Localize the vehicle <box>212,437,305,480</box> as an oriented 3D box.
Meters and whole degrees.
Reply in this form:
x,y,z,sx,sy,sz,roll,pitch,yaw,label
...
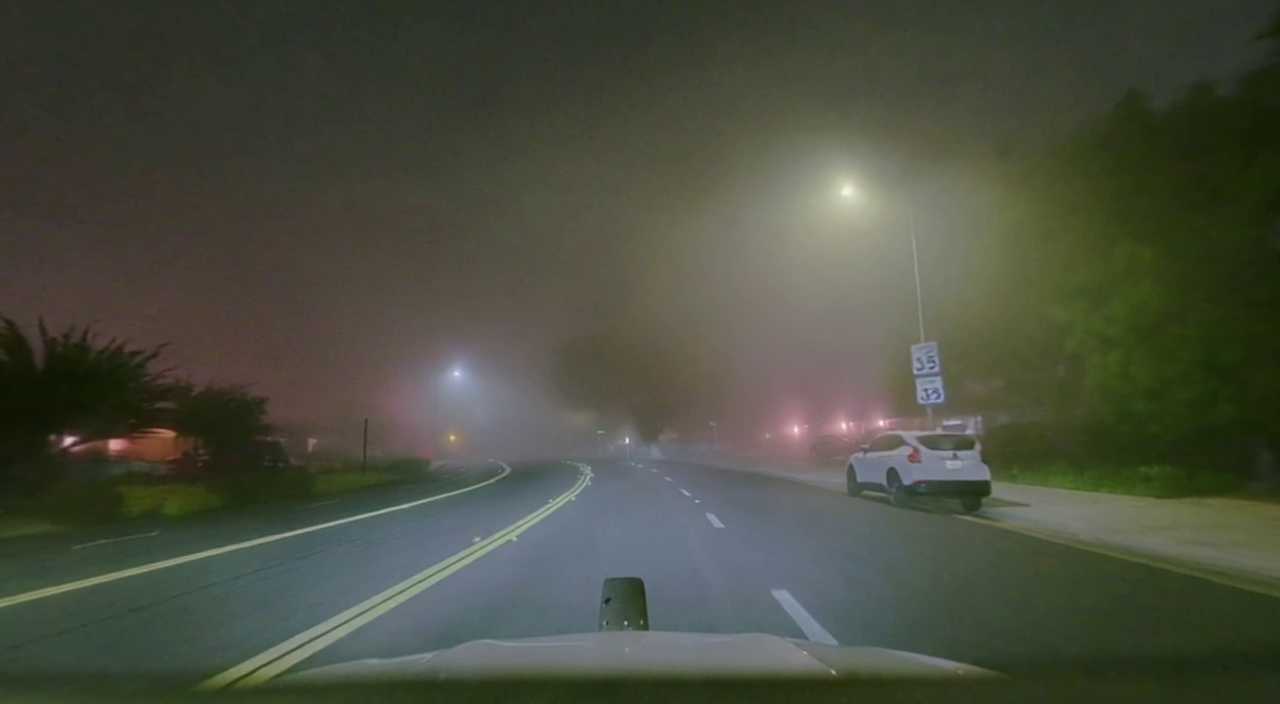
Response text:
x,y,z,sx,sy,sz,roll,pitch,yaw,label
-18.644,5.191,31.097,2.077,1.948,4.705,1,-9,-7,vehicle

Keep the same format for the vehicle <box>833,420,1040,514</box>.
x,y,z,sx,sy,sz,roll,pitch,yaw,label
6.749,2.670,15.143,2.315,1.869,4.678,1,-9,-6,vehicle

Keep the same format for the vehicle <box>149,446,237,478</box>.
x,y,z,sx,sy,sz,roll,pitch,yaw,label
-21.529,5.286,30.530,1.764,1.443,3.941,2,-9,-8,vehicle

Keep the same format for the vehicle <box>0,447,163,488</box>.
x,y,z,sx,sy,sz,roll,pitch,yaw,label
-21.271,4.365,24.011,4.654,1.442,2.155,-1,-9,7,vehicle

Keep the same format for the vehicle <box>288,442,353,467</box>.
x,y,z,sx,sy,sz,roll,pitch,yaw,label
-24.829,7.941,49.138,4.128,1.861,1.959,2,-9,-15,vehicle
